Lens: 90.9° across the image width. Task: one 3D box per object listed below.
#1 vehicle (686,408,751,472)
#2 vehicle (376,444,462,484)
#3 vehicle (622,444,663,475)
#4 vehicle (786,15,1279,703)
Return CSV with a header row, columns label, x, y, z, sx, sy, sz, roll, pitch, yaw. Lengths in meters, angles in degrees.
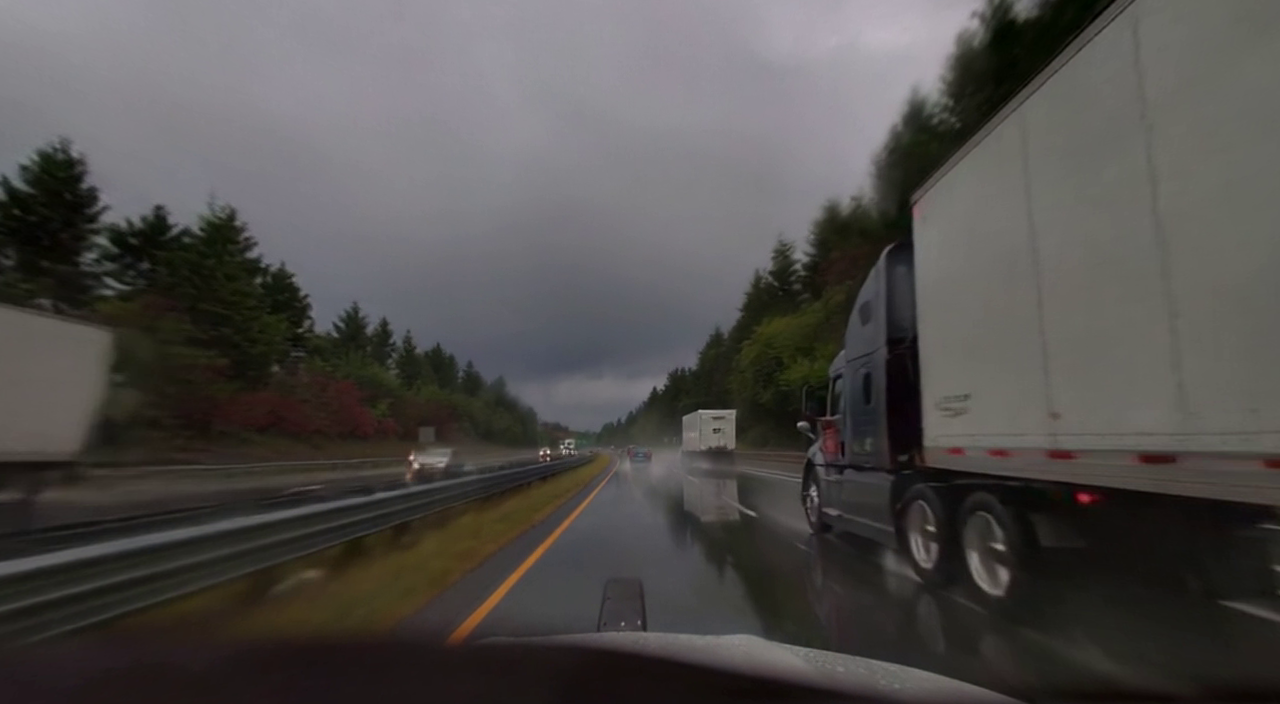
label,x,y,z,sx,sy,sz,roll,pitch,yaw
vehicle,4.254,4.995,35.471,2.684,3.263,5.865,0,-9,-2
vehicle,-8.914,4.561,25.864,1.909,1.461,4.616,0,-9,0
vehicle,0.092,5.701,33.693,2.051,1.513,4.511,0,-9,-1
vehicle,3.766,0.322,6.437,3.025,3.897,5.853,0,-9,0
